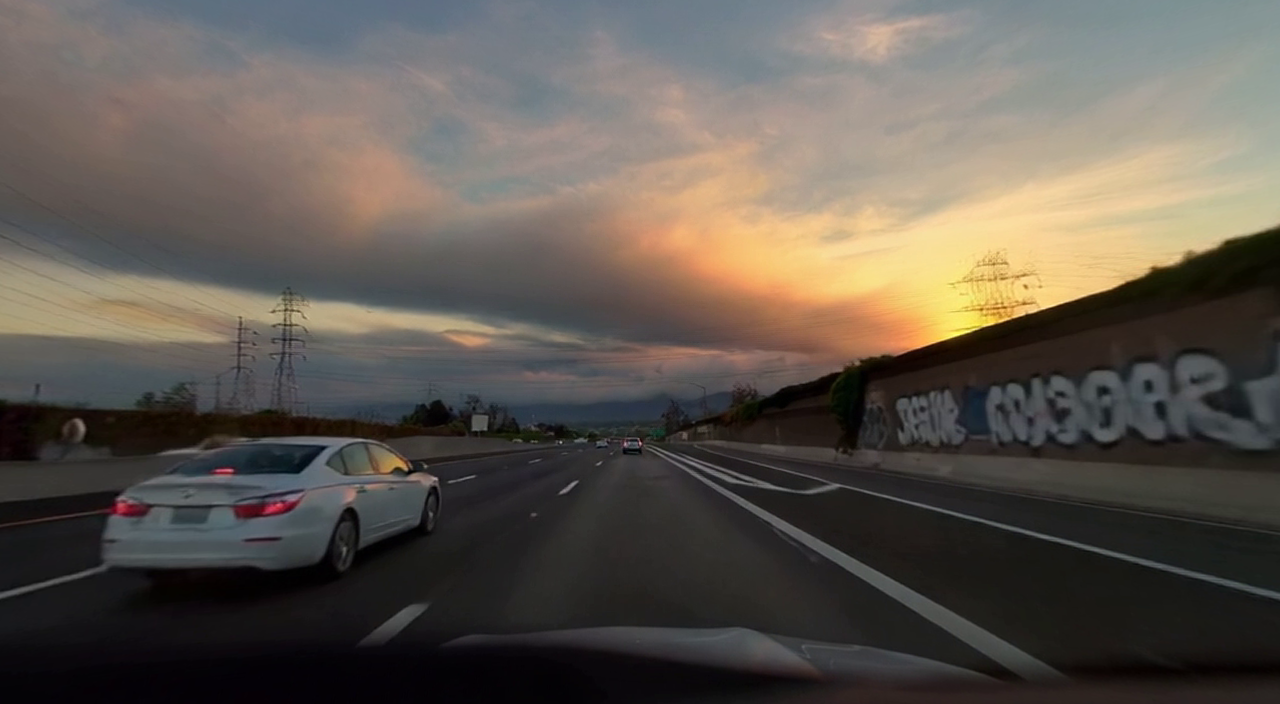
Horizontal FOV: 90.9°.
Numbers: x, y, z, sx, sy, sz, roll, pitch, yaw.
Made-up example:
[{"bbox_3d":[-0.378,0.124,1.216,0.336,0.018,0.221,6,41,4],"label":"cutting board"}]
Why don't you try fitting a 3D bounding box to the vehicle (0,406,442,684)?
[{"bbox_3d":[-3.639,1.387,5.960,2.000,1.513,4.901,0,-8,-1],"label":"vehicle"}]
